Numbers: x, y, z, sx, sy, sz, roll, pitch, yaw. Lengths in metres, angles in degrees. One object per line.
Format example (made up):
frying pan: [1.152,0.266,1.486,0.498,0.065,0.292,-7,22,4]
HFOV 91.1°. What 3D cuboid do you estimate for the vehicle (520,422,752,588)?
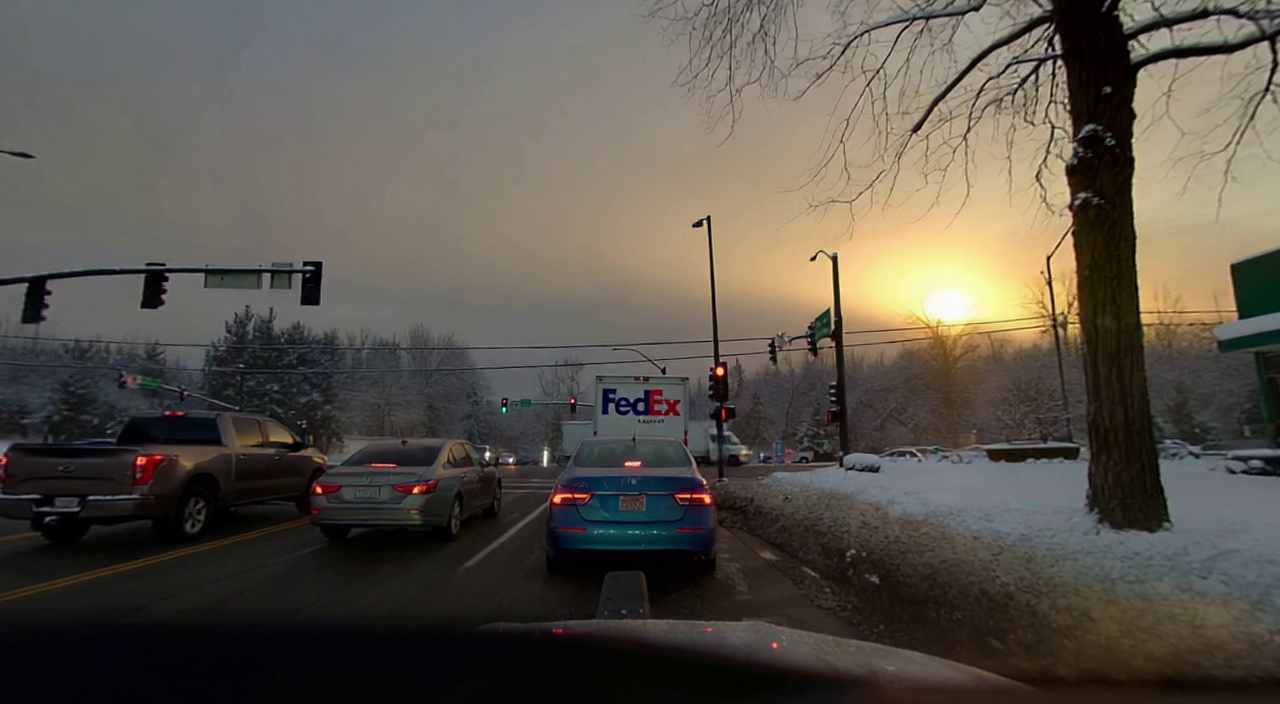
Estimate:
vehicle: [-0.035,1.746,8.030,2.145,1.513,4.269,0,-9,0]

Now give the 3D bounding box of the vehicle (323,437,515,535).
vehicle: [-3.860,2.398,11.936,1.949,1.487,4.390,0,-9,1]

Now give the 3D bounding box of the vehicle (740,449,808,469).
vehicle: [10.352,8.284,48.646,4.841,1.494,1.829,1,-9,-5]

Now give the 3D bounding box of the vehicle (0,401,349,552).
vehicle: [-7.280,1.981,10.737,2.125,1.893,5.498,0,-9,-2]
